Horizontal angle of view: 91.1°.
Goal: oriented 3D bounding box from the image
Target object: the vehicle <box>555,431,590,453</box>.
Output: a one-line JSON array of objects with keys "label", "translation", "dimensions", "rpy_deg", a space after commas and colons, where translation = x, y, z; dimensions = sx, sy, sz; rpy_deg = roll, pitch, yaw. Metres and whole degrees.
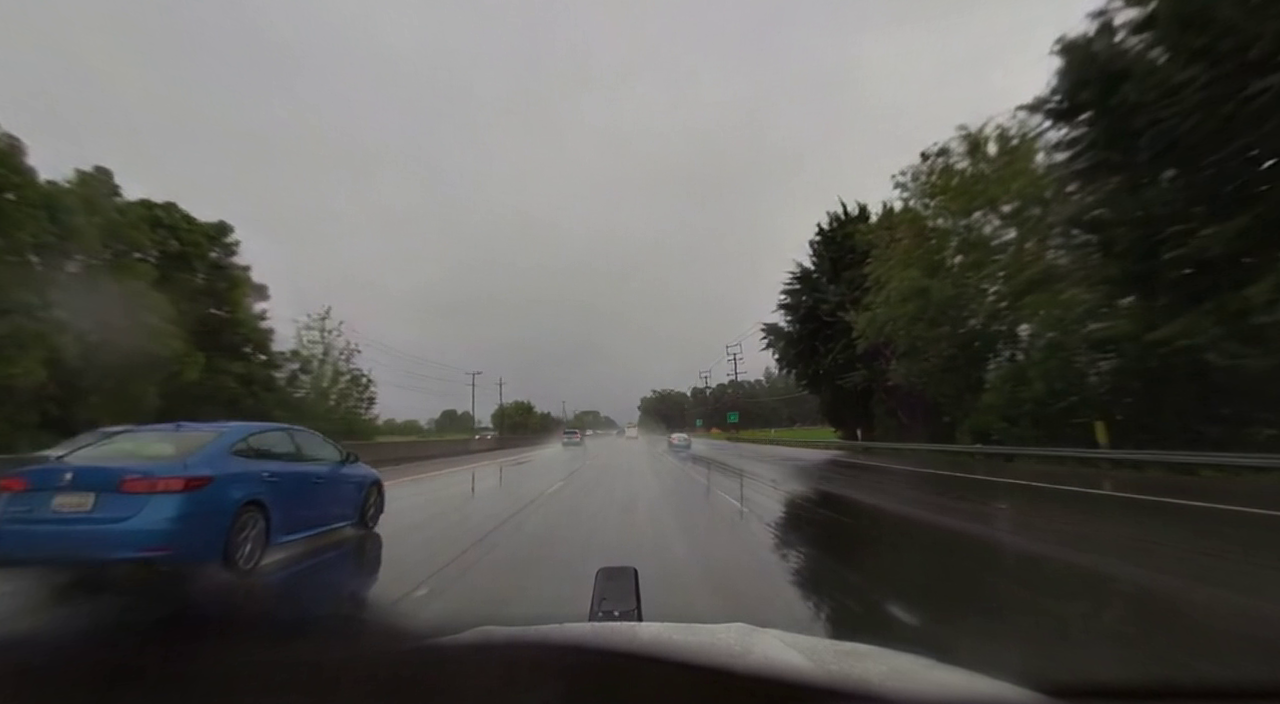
[{"label": "vehicle", "translation": [-4.767, 6.451, 45.039], "dimensions": [2.080, 1.478, 4.347], "rpy_deg": [0, -8, 0]}]

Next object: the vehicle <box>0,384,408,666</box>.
[{"label": "vehicle", "translation": [-3.914, 1.253, 5.729], "dimensions": [2.023, 1.580, 4.259], "rpy_deg": [0, -8, -1]}]
